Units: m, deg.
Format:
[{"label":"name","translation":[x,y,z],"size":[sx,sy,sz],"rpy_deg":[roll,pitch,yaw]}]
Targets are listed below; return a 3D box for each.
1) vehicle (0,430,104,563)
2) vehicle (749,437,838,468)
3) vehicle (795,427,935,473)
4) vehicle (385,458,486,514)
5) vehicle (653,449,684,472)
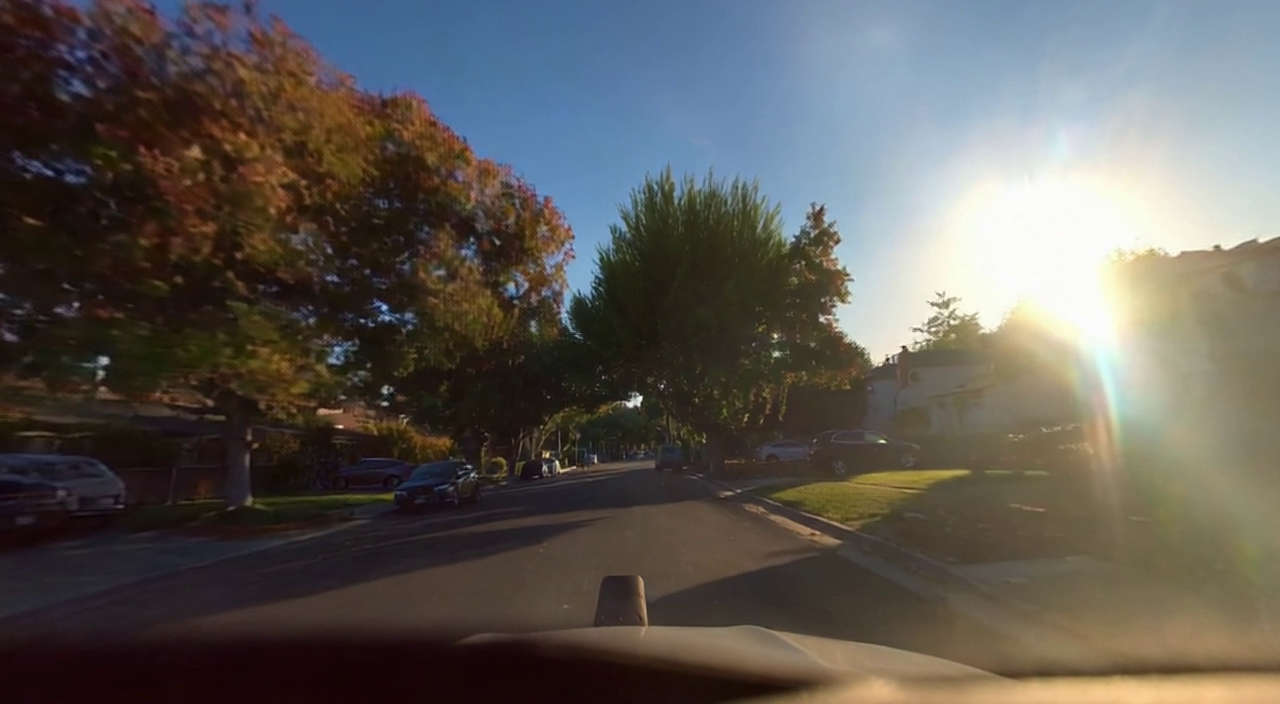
[{"label":"vehicle","translation":[-12.281,2.373,10.496],"size":[4.753,2.028,2.079],"rpy_deg":[-1,-9,0]},{"label":"vehicle","translation":[8.422,5.557,34.988],"size":[4.331,1.570,2.009],"rpy_deg":[0,-9,-2]},{"label":"vehicle","translation":[8.556,3.758,24.309],"size":[4.599,1.652,1.903],"rpy_deg":[0,-9,-3]},{"label":"vehicle","translation":[-6.170,4.060,19.512],"size":[1.878,1.496,3.535],"rpy_deg":[-1,-9,0]},{"label":"vehicle","translation":[1.886,7.395,43.277],"size":[2.022,1.483,4.565],"rpy_deg":[-1,-9,1]}]
